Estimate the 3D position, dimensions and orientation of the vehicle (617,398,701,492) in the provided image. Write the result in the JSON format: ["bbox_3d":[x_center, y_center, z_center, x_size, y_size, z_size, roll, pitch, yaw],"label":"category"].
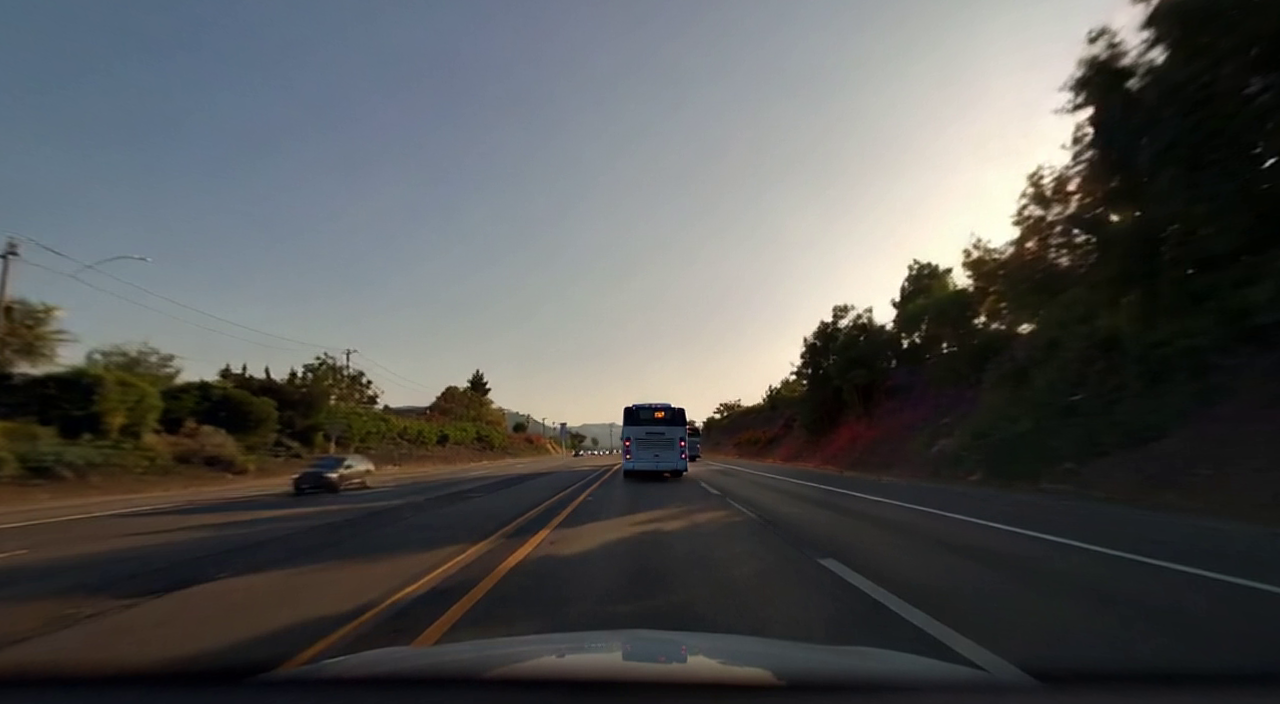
[{"bbox_3d":[0.451,3.106,20.916,2.414,2.675,5.574,0,-9,-2],"label":"vehicle"}]

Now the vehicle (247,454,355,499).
[{"bbox_3d":[-12.959,4.751,24.278,1.878,1.491,4.103,-1,-9,0],"label":"vehicle"}]
